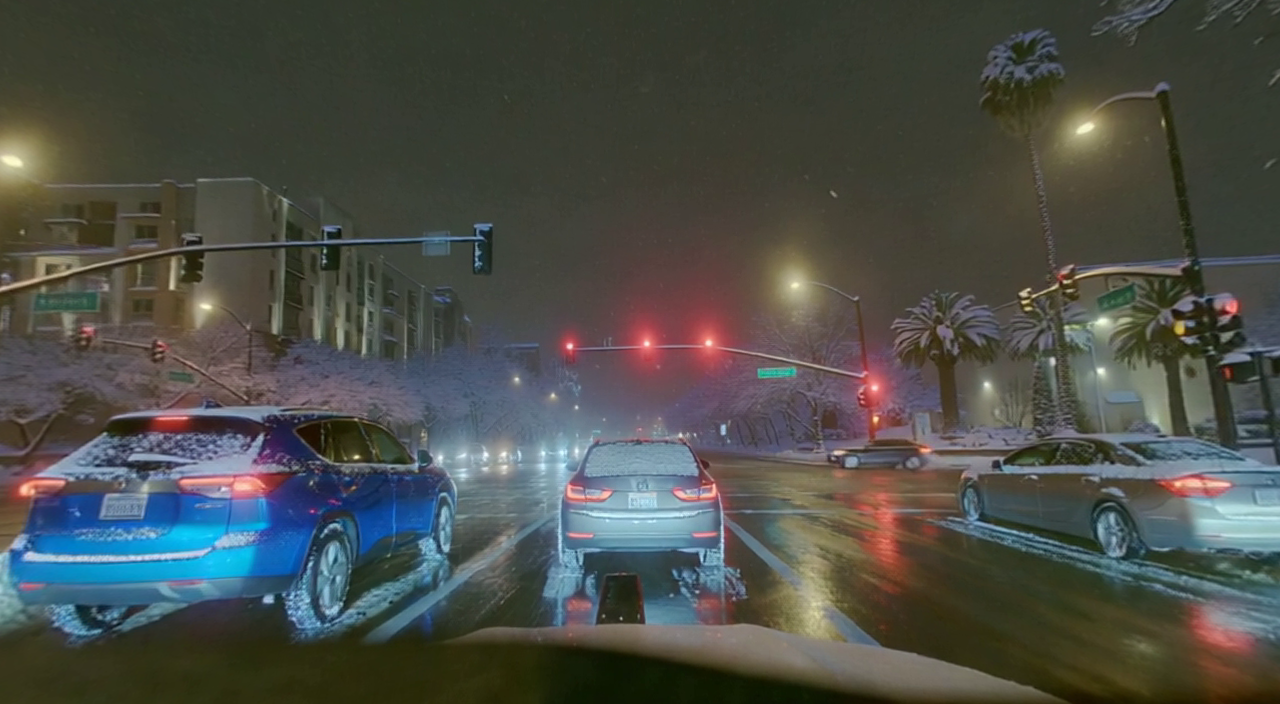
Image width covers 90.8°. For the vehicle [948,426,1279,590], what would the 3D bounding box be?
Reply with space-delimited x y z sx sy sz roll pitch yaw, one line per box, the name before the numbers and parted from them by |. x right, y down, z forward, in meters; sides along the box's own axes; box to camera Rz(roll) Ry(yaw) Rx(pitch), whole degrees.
vehicle | 6.088 1.761 8.087 1.970 1.489 4.482 0 -8 -1

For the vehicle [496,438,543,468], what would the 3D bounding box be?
vehicle | -7.936 6.697 42.030 2.130 1.810 4.450 -2 -8 1

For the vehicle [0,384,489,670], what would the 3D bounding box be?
vehicle | -3.101 1.367 6.068 2.051 1.682 4.467 0 -8 2

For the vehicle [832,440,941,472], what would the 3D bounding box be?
vehicle | 12.510 5.305 32.278 4.705 1.560 1.887 0 -8 0

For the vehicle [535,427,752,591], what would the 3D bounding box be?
vehicle | -0.001 1.706 7.717 1.942 1.445 3.973 0 -8 -1
